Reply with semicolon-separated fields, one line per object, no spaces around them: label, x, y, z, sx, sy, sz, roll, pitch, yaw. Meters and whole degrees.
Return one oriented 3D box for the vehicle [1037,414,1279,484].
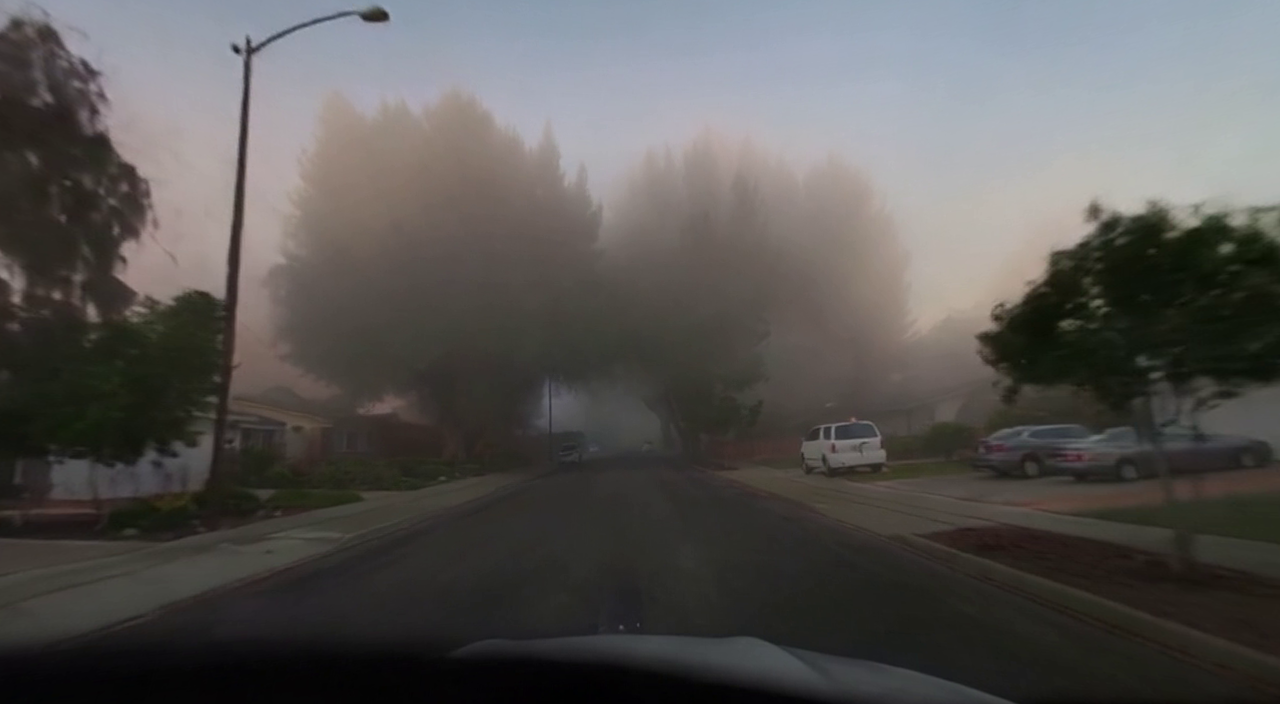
vehicle;12.136;2.211;14.538;4.686;1.466;1.869;0;-8;0

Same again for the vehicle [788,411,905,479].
vehicle;6.928;3.218;21.898;2.233;1.923;4.848;-4;-8;-2

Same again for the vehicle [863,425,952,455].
vehicle;14.714;4.866;34.912;4.045;1.570;1.864;0;-8;0
